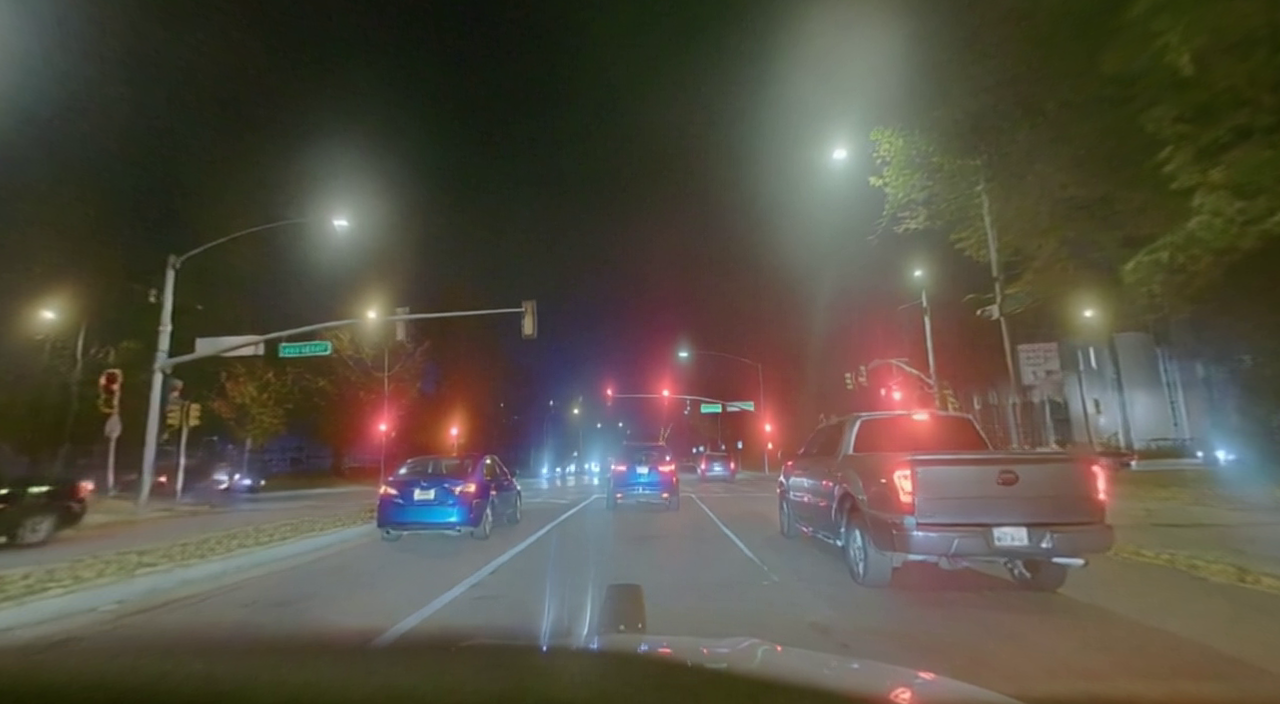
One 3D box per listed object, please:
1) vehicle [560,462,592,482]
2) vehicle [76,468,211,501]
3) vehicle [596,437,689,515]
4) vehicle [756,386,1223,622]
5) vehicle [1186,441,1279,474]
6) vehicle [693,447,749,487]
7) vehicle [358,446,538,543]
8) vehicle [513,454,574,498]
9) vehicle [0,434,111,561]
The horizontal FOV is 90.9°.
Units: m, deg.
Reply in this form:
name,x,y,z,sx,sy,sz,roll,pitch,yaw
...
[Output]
name,x,y,z,sx,sy,sz,roll,pitch,yaw
vehicle,-4.934,9.334,49.227,1.882,1.342,3.755,-4,-9,3
vehicle,-25.131,6.712,32.066,5.100,1.533,2.032,0,-9,0
vehicle,0.067,3.141,16.399,2.113,1.768,3.901,0,-9,1
vehicle,3.285,1.644,7.958,2.571,1.857,5.841,0,-9,0
vehicle,31.479,5.383,32.294,4.869,1.622,2.230,0,-9,-1
vehicle,4.234,6.107,33.893,2.408,1.908,5.355,0,-9,1
vehicle,-3.354,2.574,12.165,1.909,1.476,4.751,0,-9,1
vehicle,-3.843,4.720,24.403,2.072,1.450,4.612,2,-9,-11
vehicle,-10.317,2.058,8.659,2.099,1.813,4.583,-1,-9,0
